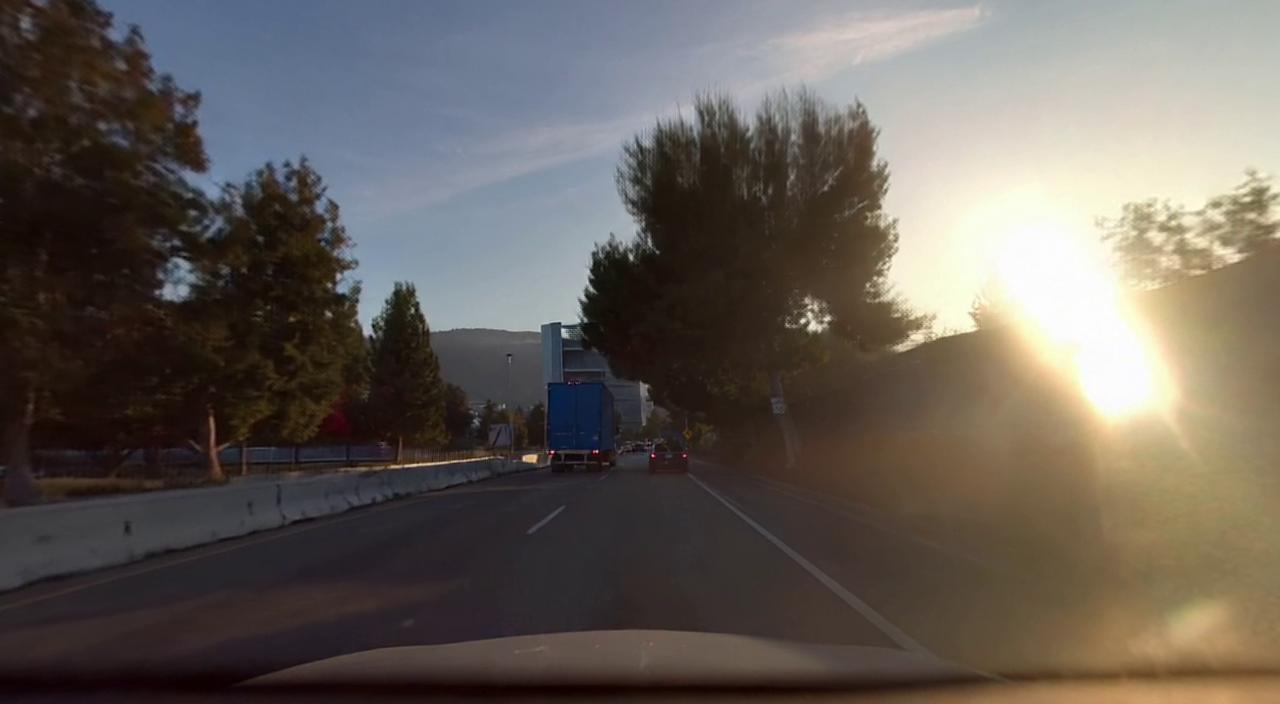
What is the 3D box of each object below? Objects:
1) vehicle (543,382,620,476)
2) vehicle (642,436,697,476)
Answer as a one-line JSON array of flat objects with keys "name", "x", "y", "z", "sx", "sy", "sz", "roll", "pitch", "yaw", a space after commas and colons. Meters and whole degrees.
[{"name": "vehicle", "x": -2.845, "y": 4.521, "z": 35.695, "sx": 2.906, "sy": 4.115, "sz": 15.715, "roll": 0, "pitch": -8, "yaw": 0}, {"name": "vehicle", "x": 1.259, "y": 4.775, "z": 29.172, "sx": 2.304, "sy": 1.675, "sz": 4.462, "roll": 0, "pitch": -8, "yaw": 0}]
